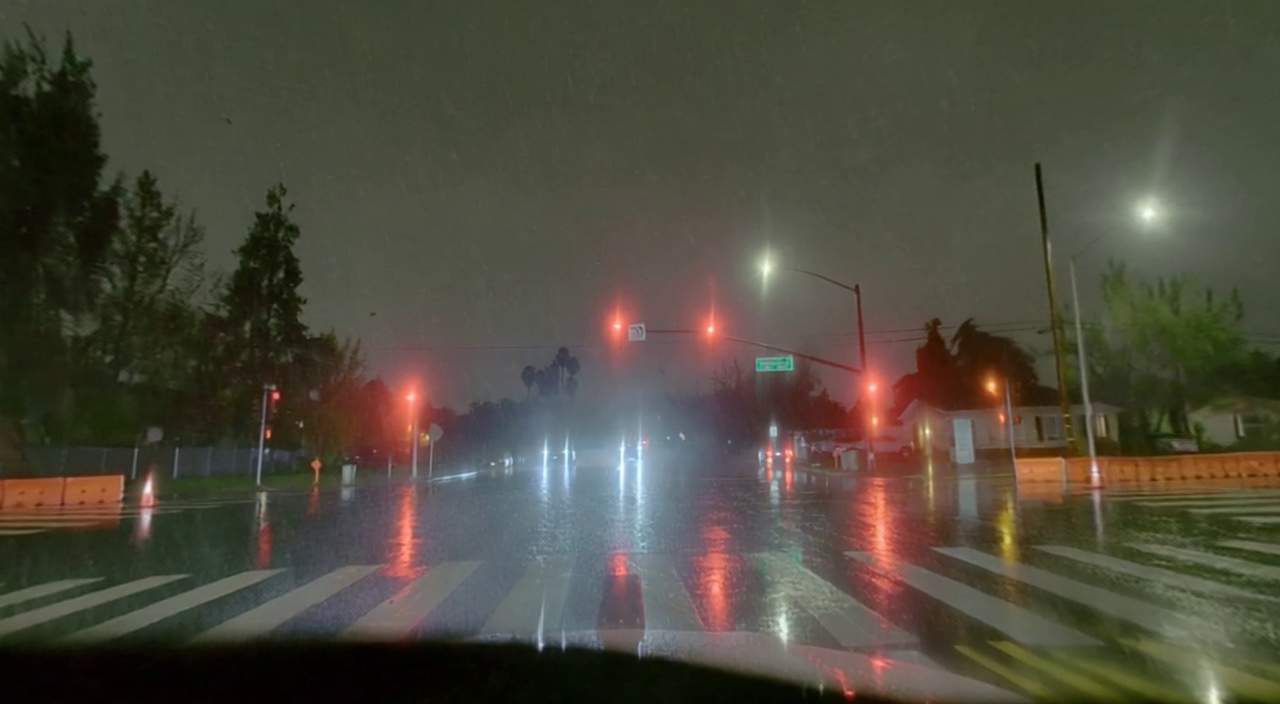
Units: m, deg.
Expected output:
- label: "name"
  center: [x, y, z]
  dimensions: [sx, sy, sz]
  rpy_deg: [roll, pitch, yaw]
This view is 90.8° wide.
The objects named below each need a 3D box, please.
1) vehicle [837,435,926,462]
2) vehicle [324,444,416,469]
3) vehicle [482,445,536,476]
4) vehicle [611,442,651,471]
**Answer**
- label: "vehicle"
  center: [15.371, 6.176, 40.324]
  dimensions: [4.892, 1.656, 1.856]
  rpy_deg: [0, -8, 0]
- label: "vehicle"
  center: [-16.405, 6.368, 38.597]
  dimensions: [4.713, 1.409, 1.918]
  rpy_deg: [0, -8, -2]
- label: "vehicle"
  center: [-6.621, 5.522, 32.402]
  dimensions: [1.881, 1.452, 4.121]
  rpy_deg: [0, -8, 0]
- label: "vehicle"
  center: [-0.479, 5.833, 35.491]
  dimensions: [2.105, 1.457, 4.173]
  rpy_deg: [0, -8, -1]
